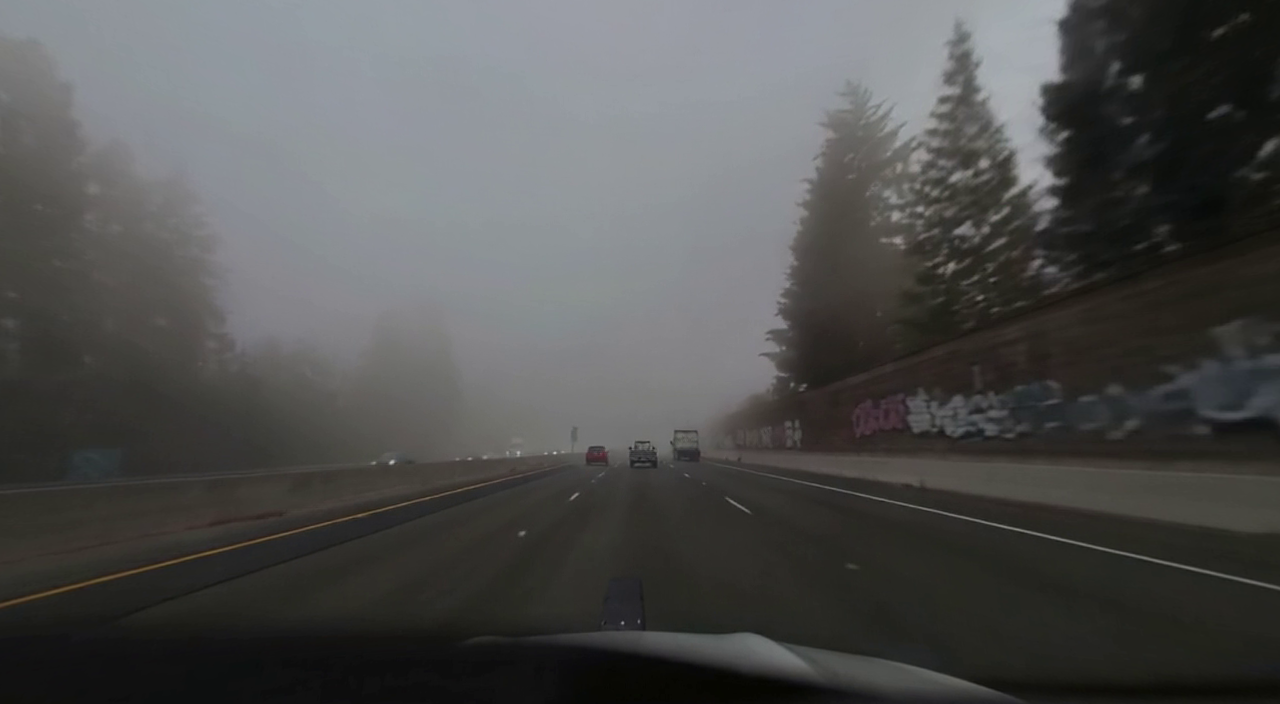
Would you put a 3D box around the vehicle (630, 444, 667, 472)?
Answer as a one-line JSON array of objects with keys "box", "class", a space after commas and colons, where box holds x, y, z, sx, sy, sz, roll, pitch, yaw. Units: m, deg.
[{"box": [0.473, 6.058, 36.165, 2.009, 1.506, 4.091, 0, -9, 0], "class": "vehicle"}]

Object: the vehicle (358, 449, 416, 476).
[{"box": [-16.607, 7.260, 41.590, 1.935, 1.600, 4.530, 0, -9, 0], "class": "vehicle"}]
